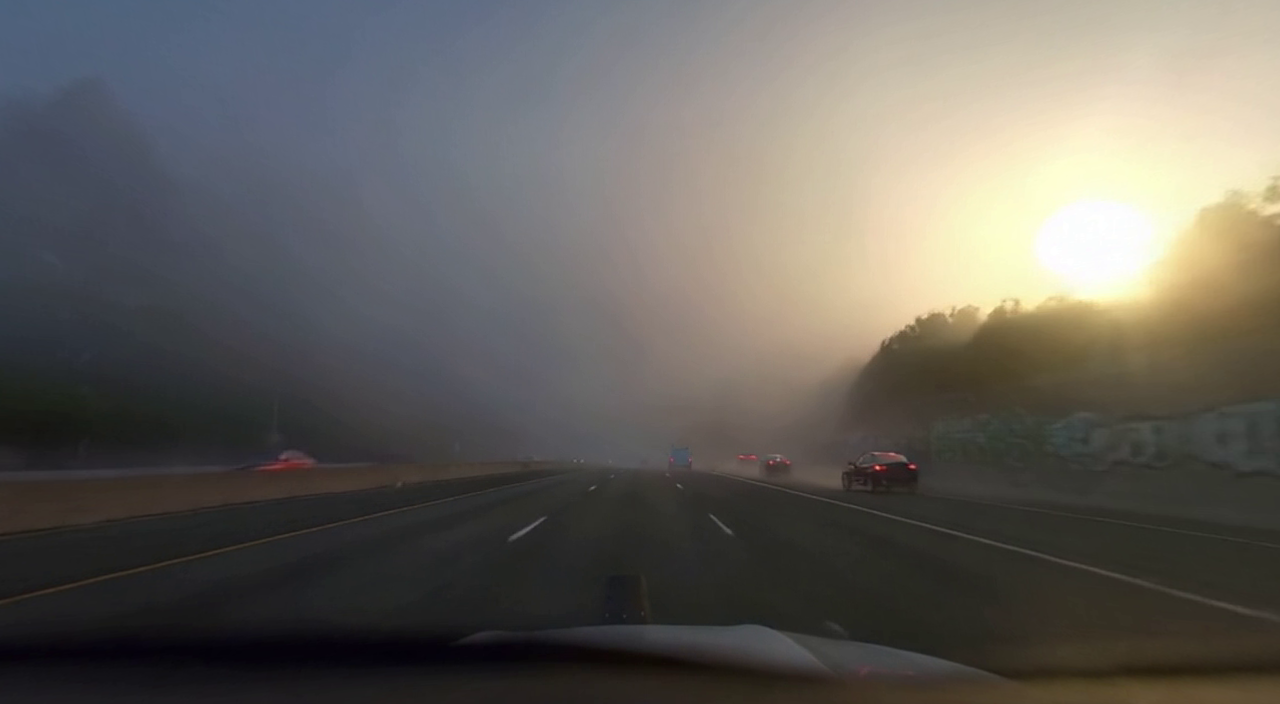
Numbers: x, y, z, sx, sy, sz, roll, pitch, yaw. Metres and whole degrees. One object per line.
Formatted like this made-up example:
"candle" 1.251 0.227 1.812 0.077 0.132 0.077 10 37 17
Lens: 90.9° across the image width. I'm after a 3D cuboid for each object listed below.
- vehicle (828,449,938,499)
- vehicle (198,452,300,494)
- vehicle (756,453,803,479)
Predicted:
"vehicle" 8.036 4.045 21.339 1.907 1.495 4.517 0 -9 0
"vehicle" -15.692 4.828 25.507 1.782 1.545 3.556 0 -9 1
"vehicle" 8.296 6.814 37.947 1.842 1.475 4.479 0 -9 0
